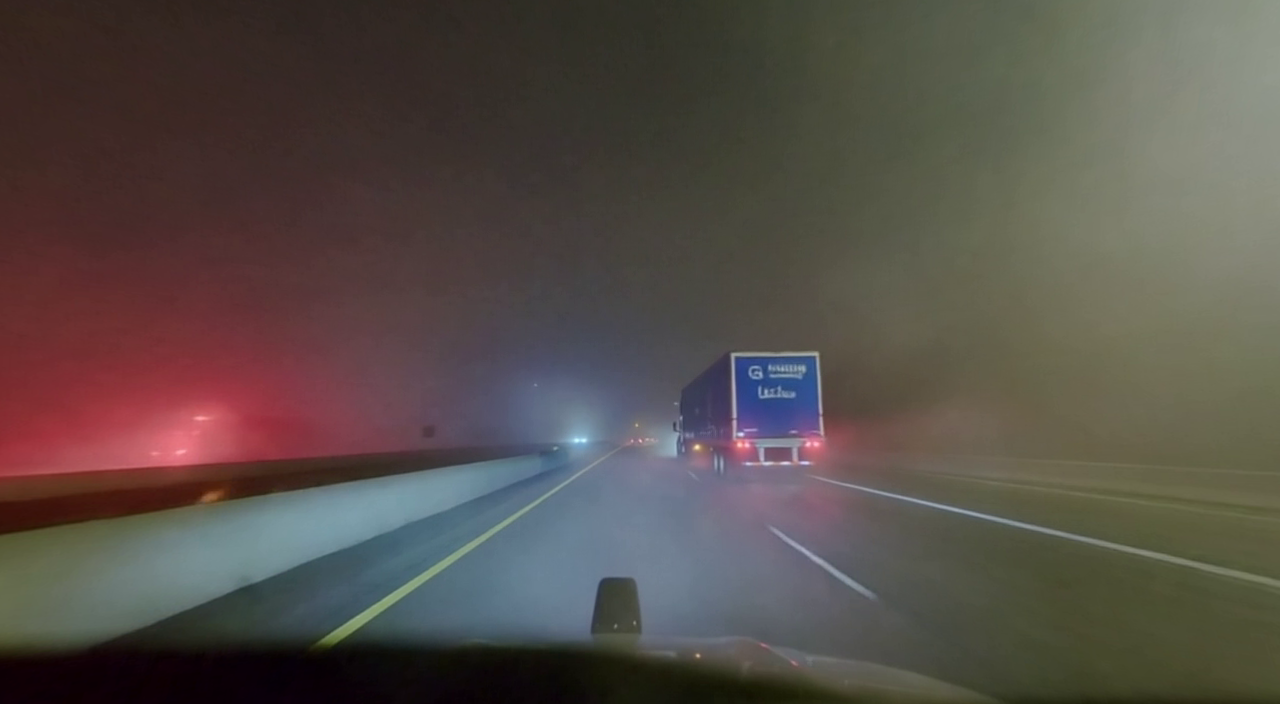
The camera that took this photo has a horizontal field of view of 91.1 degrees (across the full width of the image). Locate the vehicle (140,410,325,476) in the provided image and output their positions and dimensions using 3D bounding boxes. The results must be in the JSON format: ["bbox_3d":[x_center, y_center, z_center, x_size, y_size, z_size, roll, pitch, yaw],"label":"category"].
[{"bbox_3d":[-29.401,6.731,46.947,2.918,4.122,14.289,-1,-8,6],"label":"vehicle"}]

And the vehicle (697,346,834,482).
[{"bbox_3d":[3.917,2.291,22.079,2.888,3.866,8.380,0,-8,-1],"label":"vehicle"}]
